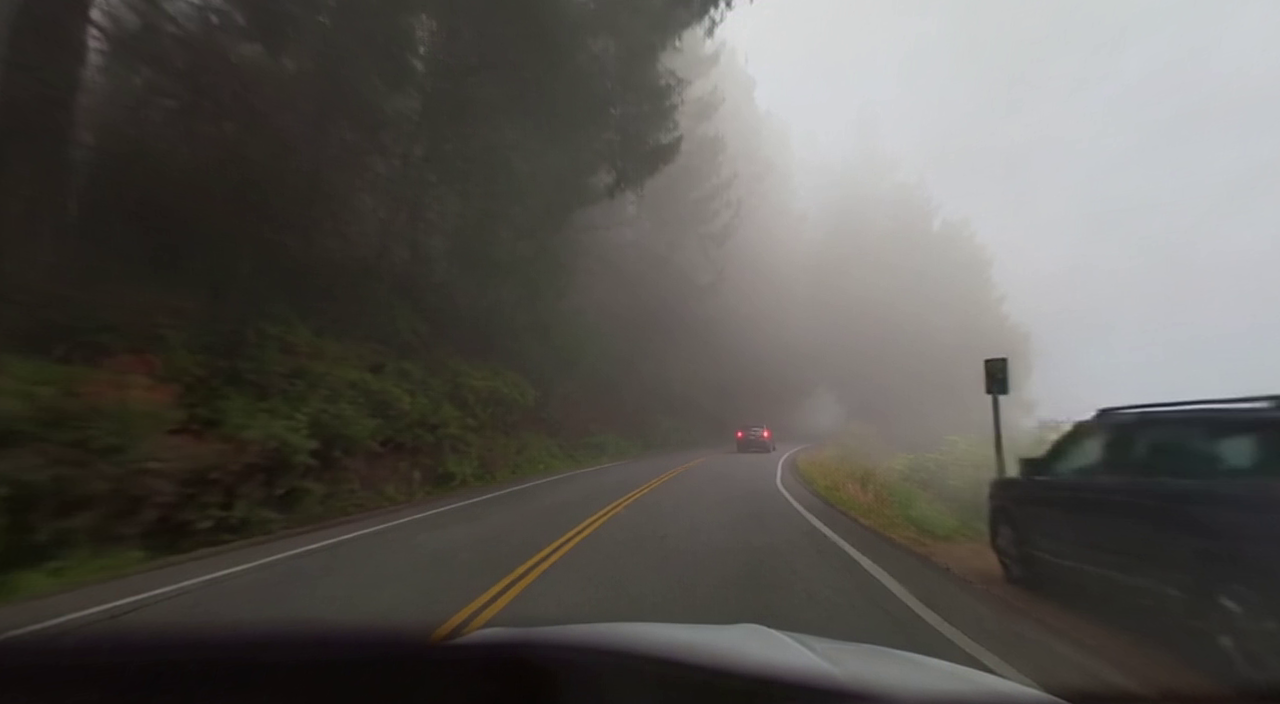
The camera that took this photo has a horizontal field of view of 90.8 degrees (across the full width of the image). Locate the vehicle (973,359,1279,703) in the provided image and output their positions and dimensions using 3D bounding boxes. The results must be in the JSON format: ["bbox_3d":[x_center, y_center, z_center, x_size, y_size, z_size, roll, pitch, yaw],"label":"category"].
[{"bbox_3d":[4.343,1.094,4.182,2.172,1.773,4.601,-1,-9,7],"label":"vehicle"}]

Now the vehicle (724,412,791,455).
[{"bbox_3d":[6.049,4.192,31.917,2.469,1.953,5.605,-3,-9,19],"label":"vehicle"}]
